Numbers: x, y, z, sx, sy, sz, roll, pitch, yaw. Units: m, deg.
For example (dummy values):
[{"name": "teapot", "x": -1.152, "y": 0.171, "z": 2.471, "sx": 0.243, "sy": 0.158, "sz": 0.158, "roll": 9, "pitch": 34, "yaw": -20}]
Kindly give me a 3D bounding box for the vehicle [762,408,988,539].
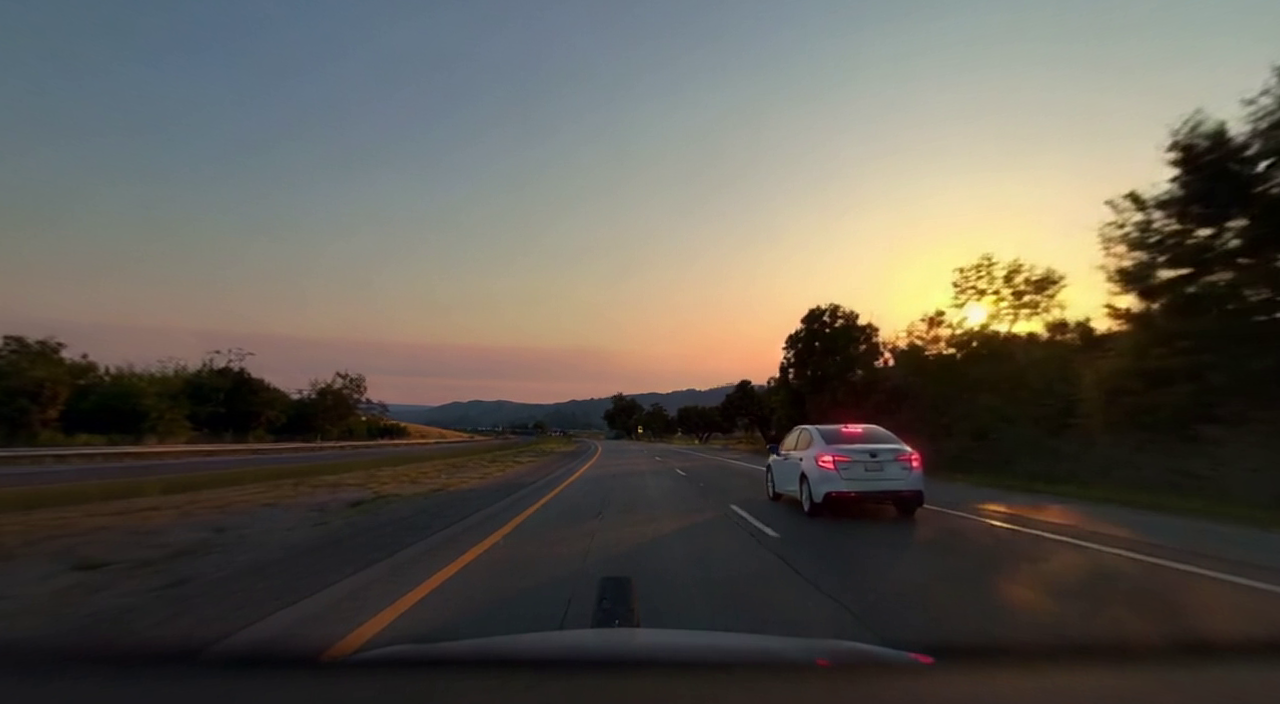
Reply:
[{"name": "vehicle", "x": 3.432, "y": 1.835, "z": 10.207, "sx": 1.941, "sy": 1.655, "sz": 4.137, "roll": 0, "pitch": -8, "yaw": -2}]
